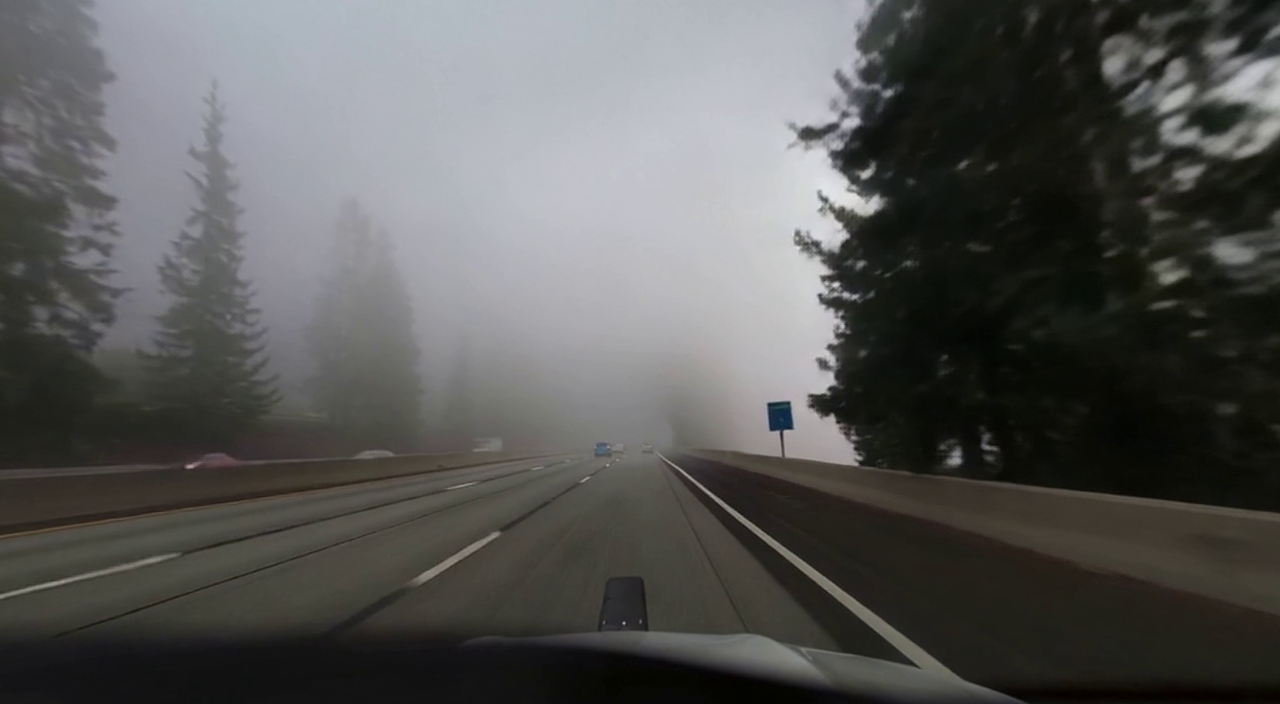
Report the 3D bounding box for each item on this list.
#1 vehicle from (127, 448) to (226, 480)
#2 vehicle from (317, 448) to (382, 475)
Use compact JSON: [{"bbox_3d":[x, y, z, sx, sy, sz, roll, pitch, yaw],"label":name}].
[{"bbox_3d":[-23.683,5.700,32.386,1.899,1.468,4.131,0,-8,1],"label":"vehicle"},{"bbox_3d":[-15.967,6.008,34.806,1.760,1.376,3.808,0,-8,1],"label":"vehicle"}]
